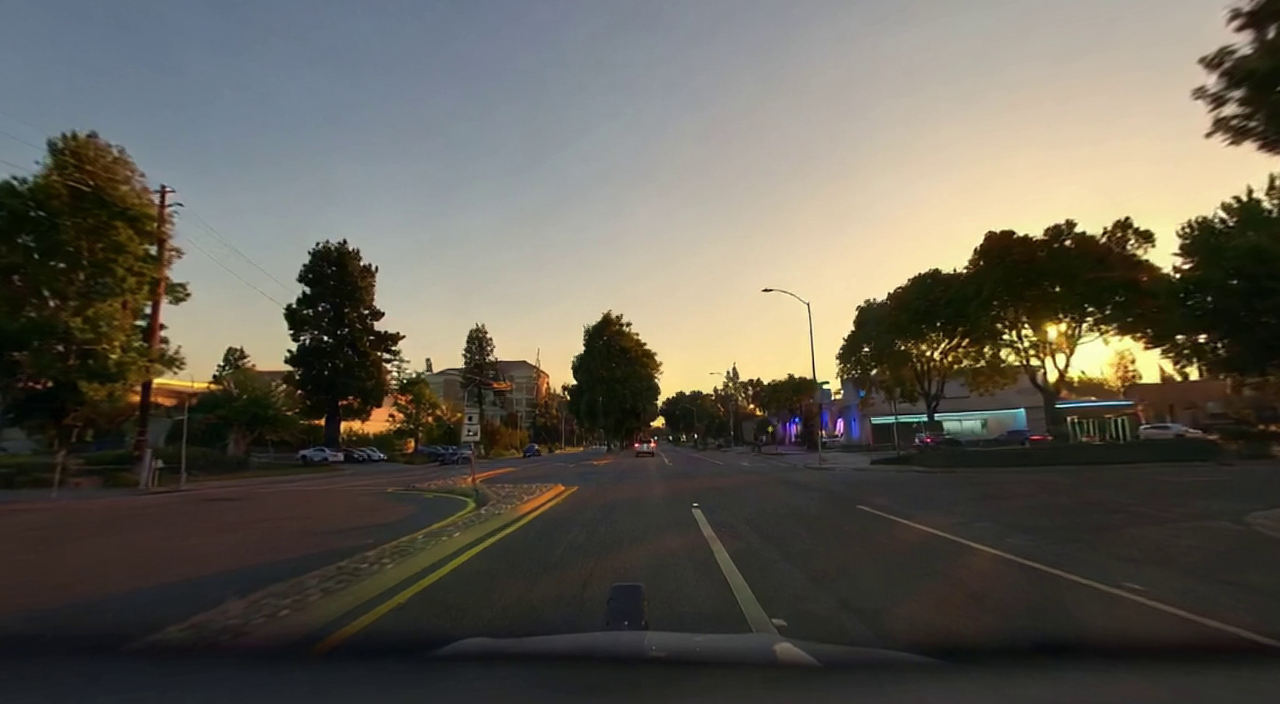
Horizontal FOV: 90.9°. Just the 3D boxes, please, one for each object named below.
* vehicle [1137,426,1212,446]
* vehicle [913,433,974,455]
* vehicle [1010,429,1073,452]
[{"bbox_3d":[42.149,6.671,49.821,1.921,1.510,4.683,0,-8,2],"label":"vehicle"},{"bbox_3d":[22.474,6.844,46.920,2.009,1.533,5.047,0,-8,0],"label":"vehicle"},{"bbox_3d":[29.937,6.627,47.114,1.854,1.604,4.333,0,-8,0],"label":"vehicle"}]
